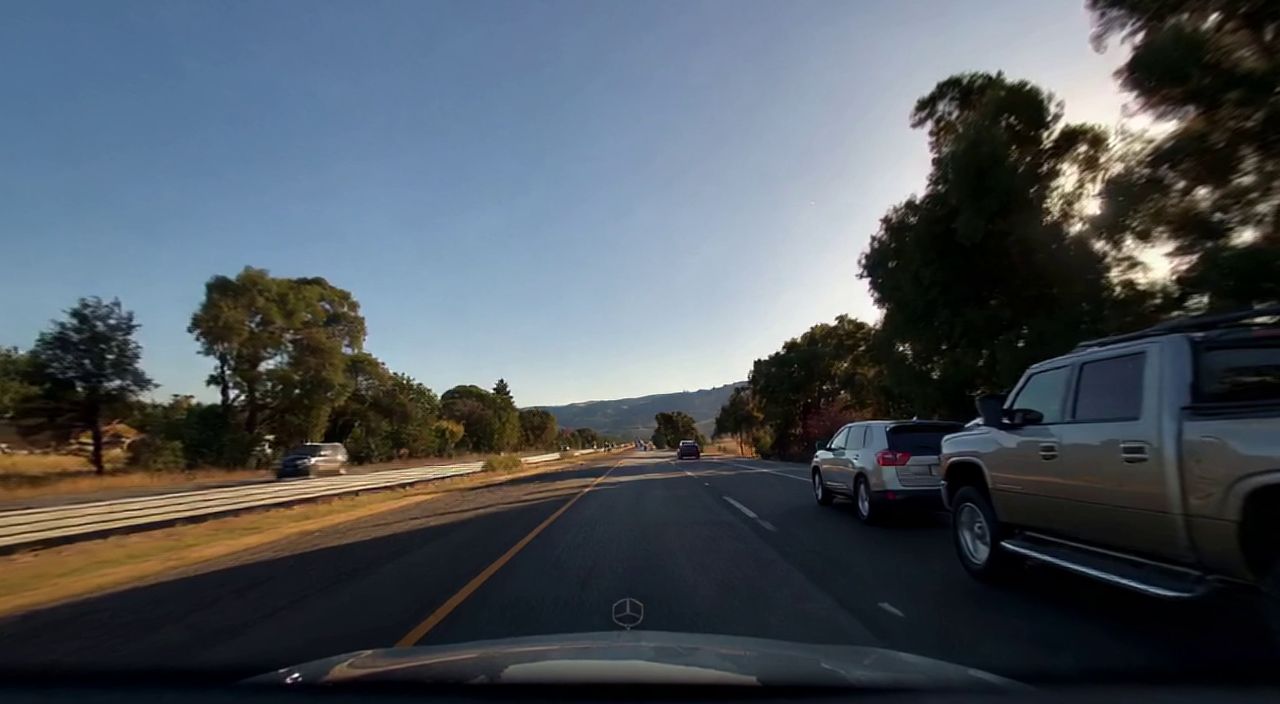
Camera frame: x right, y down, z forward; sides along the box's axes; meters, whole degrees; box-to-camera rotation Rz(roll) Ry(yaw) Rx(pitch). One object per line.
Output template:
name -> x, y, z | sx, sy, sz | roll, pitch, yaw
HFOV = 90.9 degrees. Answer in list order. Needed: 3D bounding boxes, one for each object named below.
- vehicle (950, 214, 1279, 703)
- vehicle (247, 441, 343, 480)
vehicle -> 4.067, 0.714, 4.086 | 2.150, 2.344, 3.759 | 0, -8, 1
vehicle -> -17.651, 5.547, 32.577 | 2.137, 1.858, 5.012 | 0, -8, -1
